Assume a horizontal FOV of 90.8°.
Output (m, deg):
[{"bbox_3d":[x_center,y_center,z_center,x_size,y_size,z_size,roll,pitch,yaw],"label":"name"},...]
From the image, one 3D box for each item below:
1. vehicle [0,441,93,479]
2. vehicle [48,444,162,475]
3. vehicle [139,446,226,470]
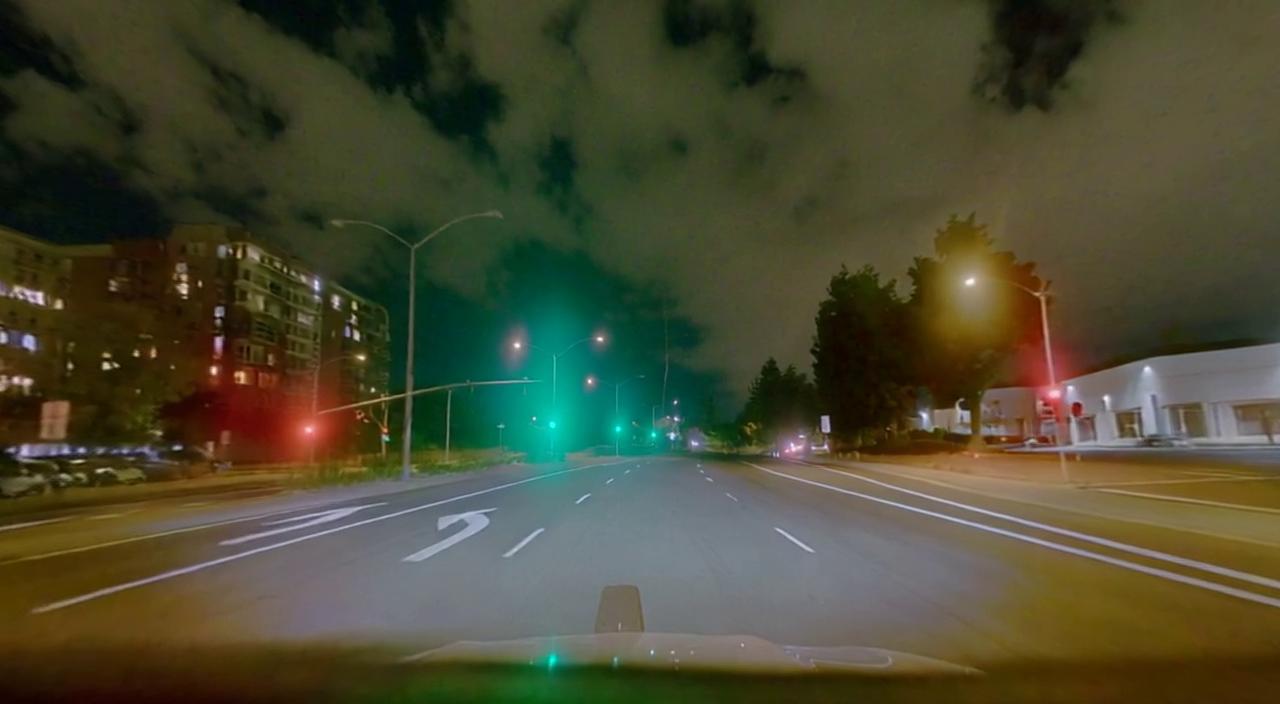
[{"bbox_3d":[-28.678,4.951,29.076,4.830,1.664,2.241,0,-9,-1],"label":"vehicle"},{"bbox_3d":[-29.044,5.853,34.380,4.363,1.590,1.933,0,-9,-1],"label":"vehicle"},{"bbox_3d":[-31.150,7.182,43.161,4.313,1.549,1.917,3,-9,-20],"label":"vehicle"}]
